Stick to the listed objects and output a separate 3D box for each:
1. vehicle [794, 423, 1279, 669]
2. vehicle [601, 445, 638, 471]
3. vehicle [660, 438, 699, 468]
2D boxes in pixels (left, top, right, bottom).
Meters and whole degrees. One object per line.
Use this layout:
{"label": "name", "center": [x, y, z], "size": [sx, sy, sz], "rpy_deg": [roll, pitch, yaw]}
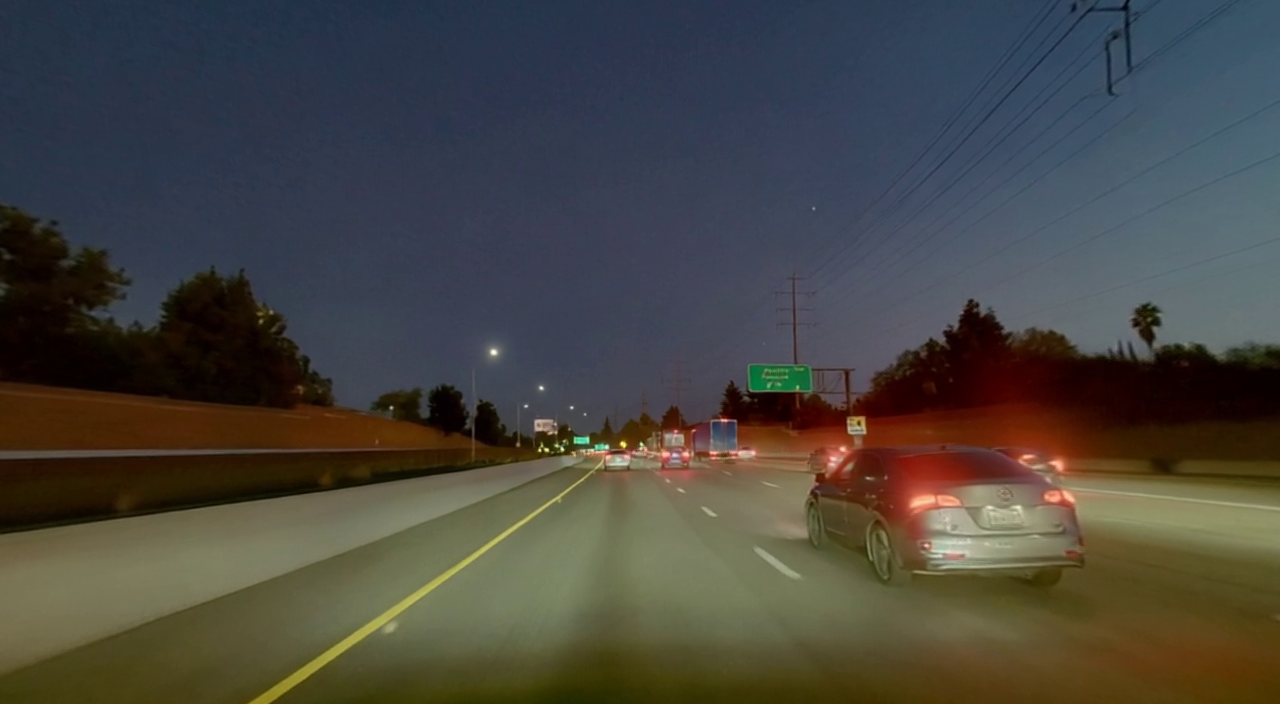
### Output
{"label": "vehicle", "center": [2.998, 1.489, 5.987], "size": [1.922, 1.465, 4.165], "rpy_deg": [0, -9, -2]}
{"label": "vehicle", "center": [-1.240, 6.243, 37.426], "size": [2.083, 1.477, 3.965], "rpy_deg": [0, -9, -3]}
{"label": "vehicle", "center": [2.608, 6.813, 42.768], "size": [2.114, 1.849, 4.692], "rpy_deg": [0, -9, -3]}
